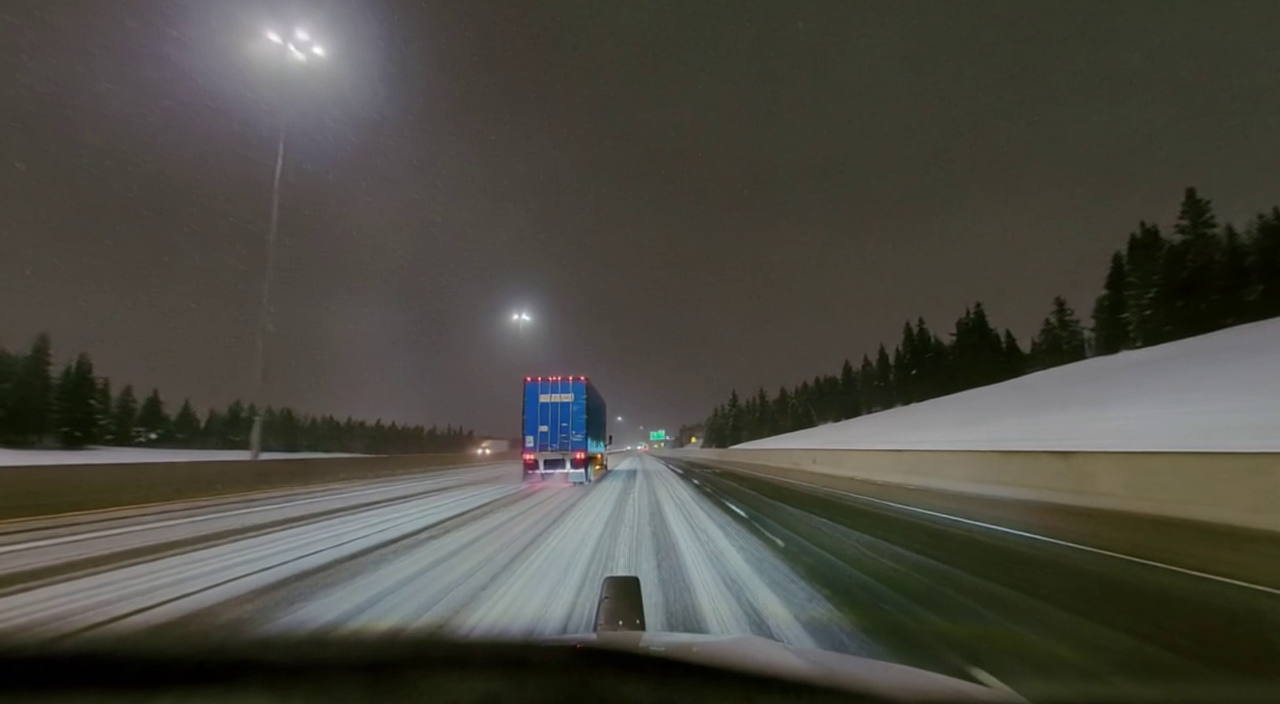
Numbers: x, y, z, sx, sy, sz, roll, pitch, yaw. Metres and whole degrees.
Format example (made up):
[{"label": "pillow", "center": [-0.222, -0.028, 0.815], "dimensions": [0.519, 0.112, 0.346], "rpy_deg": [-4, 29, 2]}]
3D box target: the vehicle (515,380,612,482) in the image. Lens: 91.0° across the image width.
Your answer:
[{"label": "vehicle", "center": [-3.208, 3.889, 29.949], "dimensions": [3.059, 3.956, 11.036], "rpy_deg": [0, -9, 1]}]
